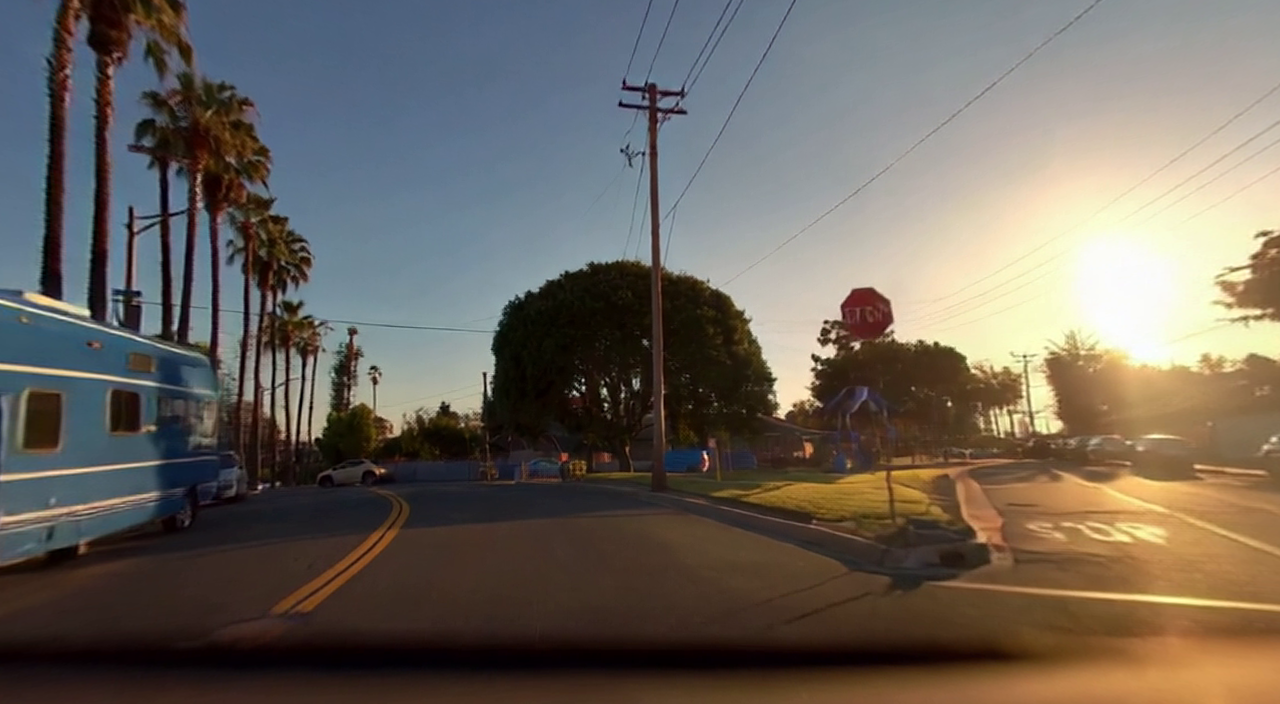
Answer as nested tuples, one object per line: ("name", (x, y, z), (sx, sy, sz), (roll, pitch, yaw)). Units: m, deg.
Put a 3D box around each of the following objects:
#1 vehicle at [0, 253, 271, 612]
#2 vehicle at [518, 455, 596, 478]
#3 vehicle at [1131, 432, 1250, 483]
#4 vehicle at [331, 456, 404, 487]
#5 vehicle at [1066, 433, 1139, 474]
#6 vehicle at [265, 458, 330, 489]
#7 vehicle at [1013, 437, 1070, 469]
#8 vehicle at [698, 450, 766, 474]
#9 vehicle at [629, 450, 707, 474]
("vehicle", (-8.969, 1.104, 9.078), (3.216, 3.720, 11.364), (1, -6, -14))
("vehicle", (-5.472, 7.560, 41.905), (4.966, 1.377, 1.739), (0, -6, -2))
("vehicle", (21.601, 4.101, 25.047), (2.016, 1.687, 4.272), (-2, -6, 19))
("vehicle", (-18.955, 8.255, 43.889), (4.586, 1.784, 1.890), (-2, -6, 22))
("vehicle", (25.143, 5.440, 34.517), (1.974, 1.894, 4.810), (-3, -6, 22))
("vehicle", (-25.703, 9.080, 47.344), (4.844, 1.974, 2.092), (-4, -7, 31))
("vehicle", (28.991, 7.230, 45.796), (2.094, 1.992, 4.941), (-2, -6, 17))
("vehicle", (6.507, 7.716, 44.570), (4.461, 1.417, 1.781), (2, -6, -24))
("vehicle", (1.889, 7.424, 42.787), (4.952, 1.472, 1.837), (2, -7, -15))
